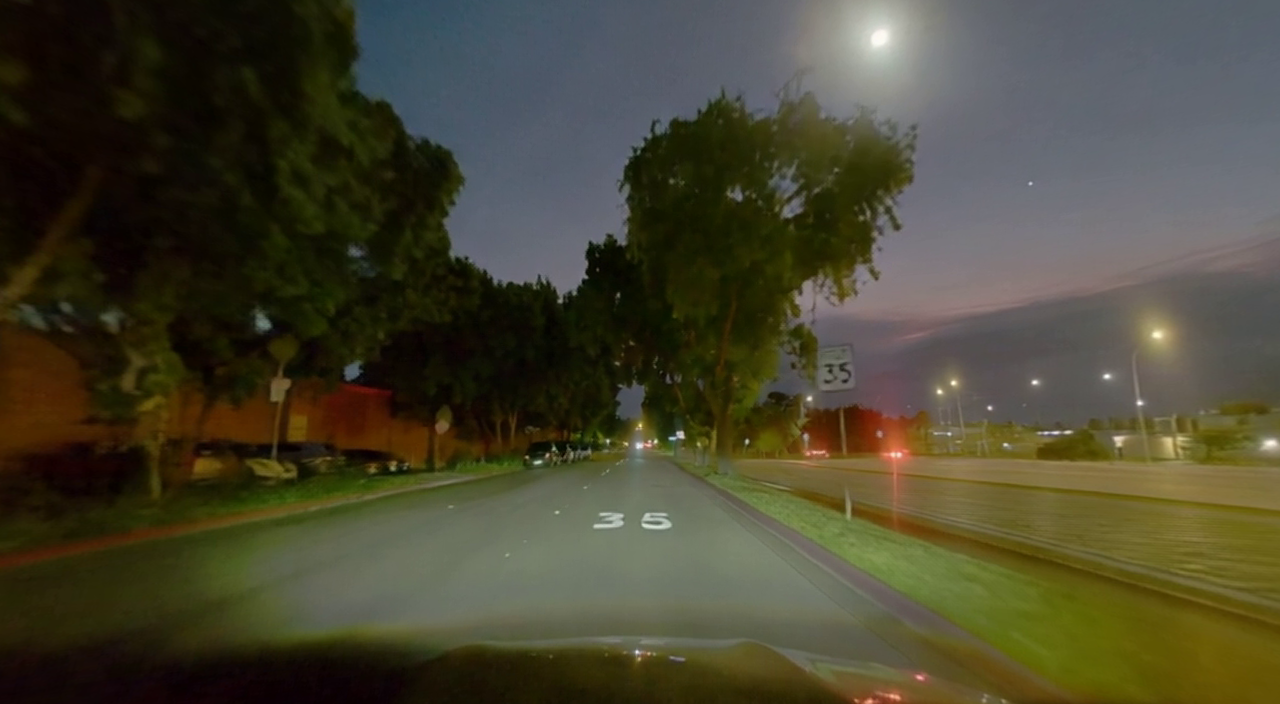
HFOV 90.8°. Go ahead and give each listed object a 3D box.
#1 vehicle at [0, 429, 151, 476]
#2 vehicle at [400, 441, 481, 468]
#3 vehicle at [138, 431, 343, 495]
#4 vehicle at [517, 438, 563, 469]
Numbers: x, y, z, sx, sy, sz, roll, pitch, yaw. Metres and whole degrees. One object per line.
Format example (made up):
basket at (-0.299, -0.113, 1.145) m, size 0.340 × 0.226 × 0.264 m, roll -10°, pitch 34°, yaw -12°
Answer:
vehicle at (-26.072, 4.559, 28.894) m, size 5.348 × 1.967 × 2.358 m, roll 1°, pitch -8°, yaw -1°
vehicle at (-13.962, 7.176, 44.511) m, size 4.991 × 1.692 × 1.960 m, roll 2°, pitch -8°, yaw -2°
vehicle at (-13.438, 3.764, 21.565) m, size 5.428 × 1.908 × 2.196 m, roll 1°, pitch -9°, yaw 0°
vehicle at (-6.489, 6.647, 41.718) m, size 2.109 × 1.847 × 5.553 m, roll 0°, pitch -8°, yaw 0°
